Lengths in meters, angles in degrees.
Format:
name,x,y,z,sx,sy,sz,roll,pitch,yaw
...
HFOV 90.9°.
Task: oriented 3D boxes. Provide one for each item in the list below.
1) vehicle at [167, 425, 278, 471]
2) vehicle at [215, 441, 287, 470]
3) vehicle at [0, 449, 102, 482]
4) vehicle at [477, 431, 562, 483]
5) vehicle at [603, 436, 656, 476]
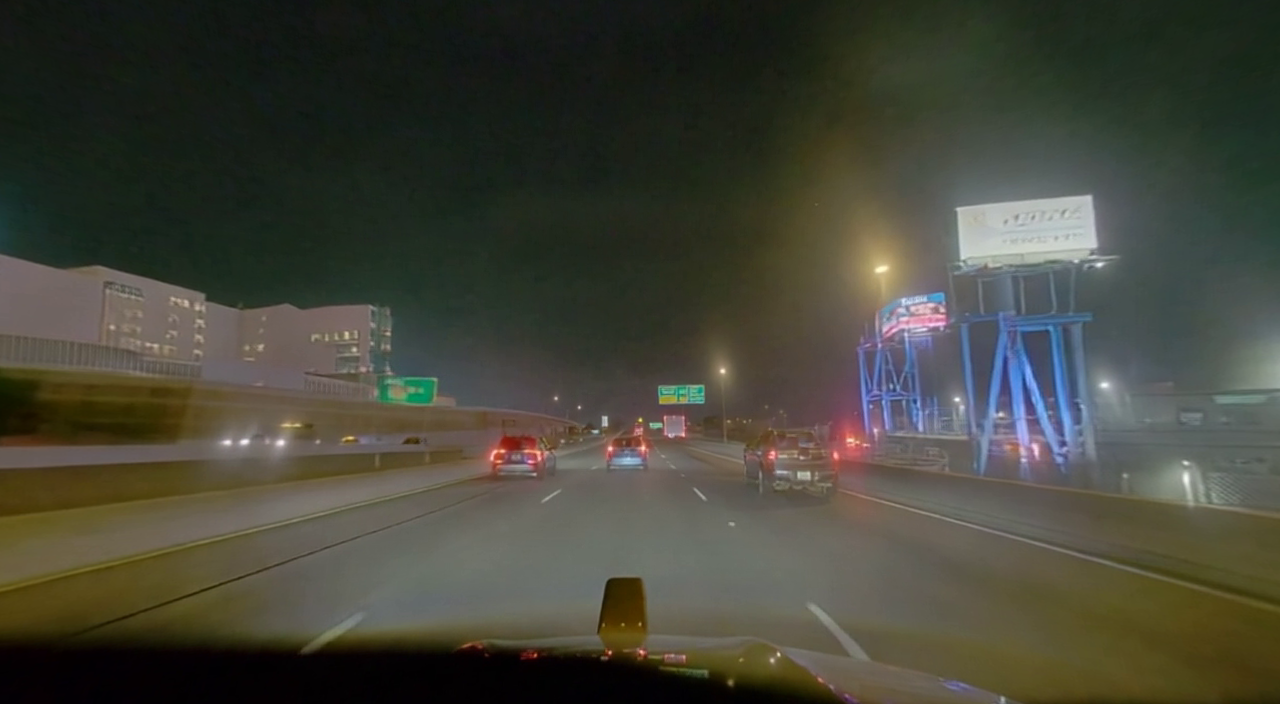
name,x,y,z,sx,sy,sz,roll,pitch,yaw
vehicle,-32.327,7.491,49.370,2.971,3.275,8.321,0,-8,-1
vehicle,-28.711,7.641,46.776,2.051,1.965,4.929,0,-8,1
vehicle,-30.222,5.676,31.865,1.817,1.460,4.548,-1,-8,4
vehicle,-4.001,3.563,21.650,2.064,1.589,4.213,0,-8,0
vehicle,-0.373,4.001,24.509,1.877,1.386,3.872,0,-8,0
